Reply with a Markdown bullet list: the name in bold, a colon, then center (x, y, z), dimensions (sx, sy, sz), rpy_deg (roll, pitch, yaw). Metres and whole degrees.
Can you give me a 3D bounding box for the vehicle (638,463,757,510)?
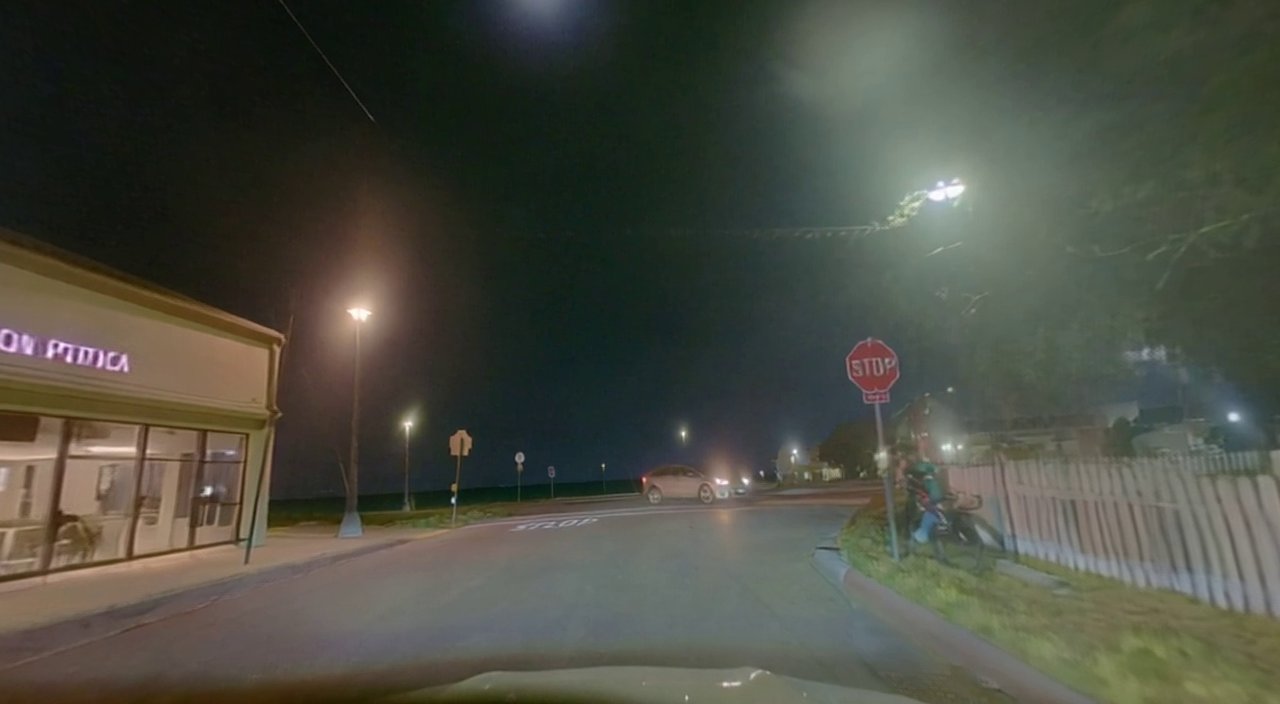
- **vehicle**: center (2.109, 5.254, 25.183), dimensions (2.112, 1.479, 5.323), rpy_deg (5, -10, -28)
